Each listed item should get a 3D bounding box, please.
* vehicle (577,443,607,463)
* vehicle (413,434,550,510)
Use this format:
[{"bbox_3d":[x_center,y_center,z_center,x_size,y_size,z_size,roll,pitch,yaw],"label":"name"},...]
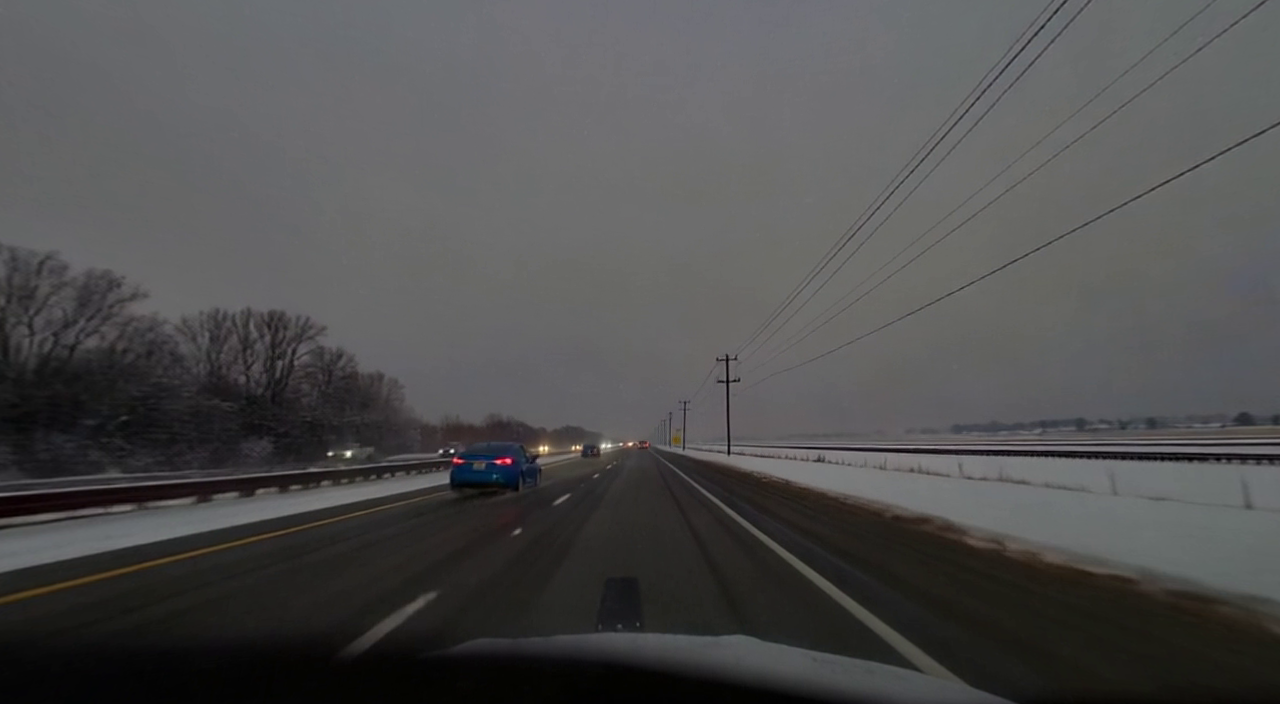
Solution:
[{"bbox_3d":[-3.706,7.916,49.540,1.953,1.517,4.407,0,-9,0],"label":"vehicle"},{"bbox_3d":[-3.729,2.932,15.872,2.120,1.597,4.810,0,-9,1],"label":"vehicle"}]
